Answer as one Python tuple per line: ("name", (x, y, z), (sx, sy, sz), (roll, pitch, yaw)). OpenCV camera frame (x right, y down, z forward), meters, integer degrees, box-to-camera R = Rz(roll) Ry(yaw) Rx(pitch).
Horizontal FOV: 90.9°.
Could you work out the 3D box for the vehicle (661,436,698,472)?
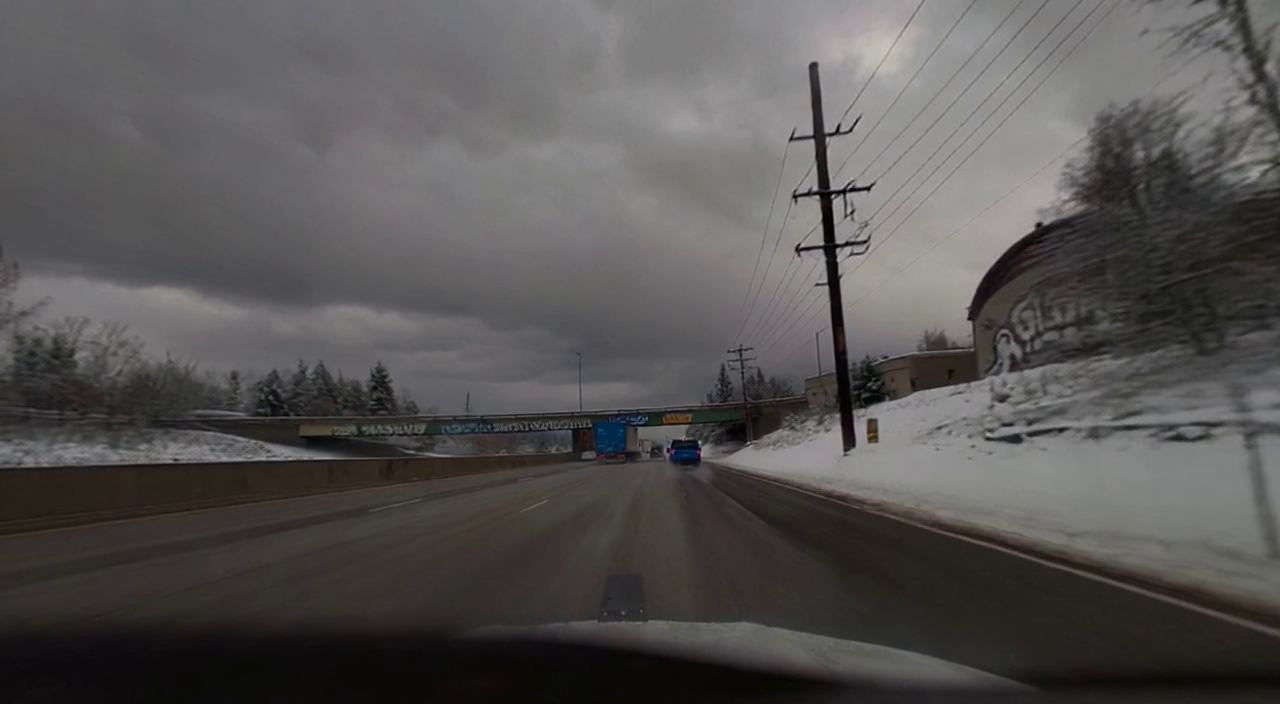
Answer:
("vehicle", (2.971, 7.921, 48.971), (2.462, 2.627, 5.799), (-1, -9, 0))
